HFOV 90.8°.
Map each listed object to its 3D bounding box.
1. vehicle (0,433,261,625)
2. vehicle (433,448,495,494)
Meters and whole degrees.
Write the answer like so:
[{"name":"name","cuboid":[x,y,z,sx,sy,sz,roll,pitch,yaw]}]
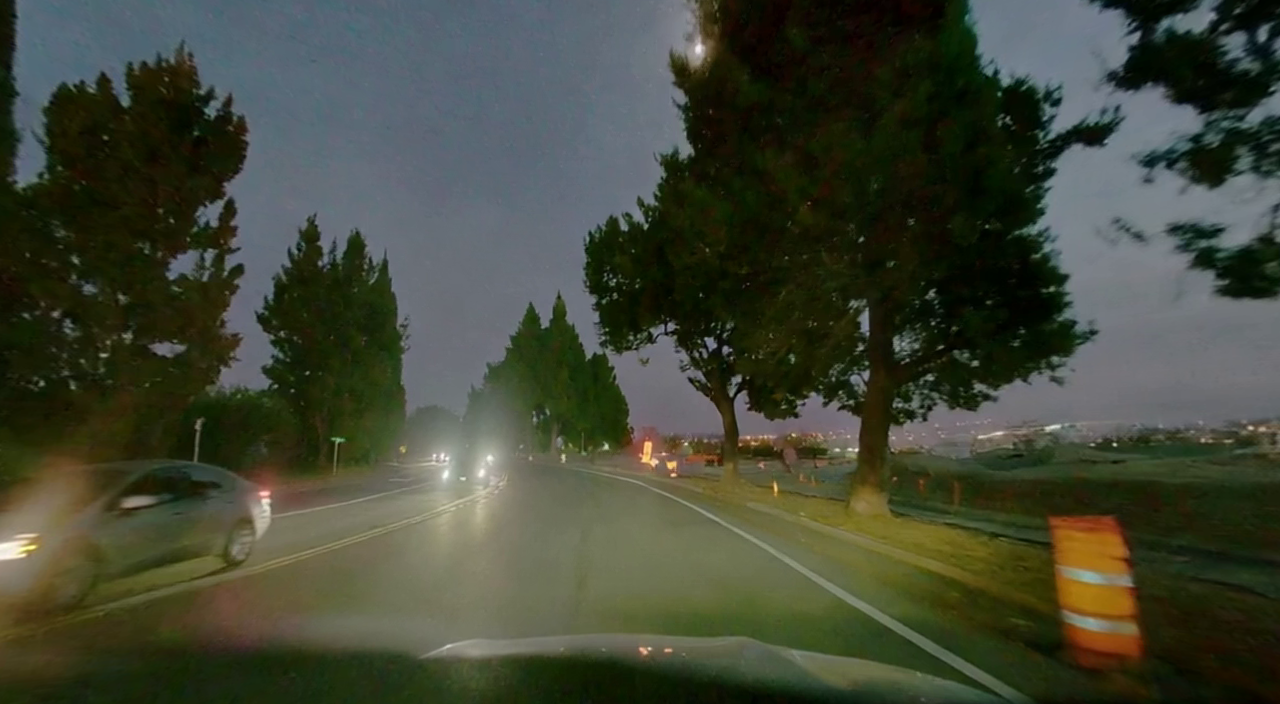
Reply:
[{"name":"vehicle","cuboid":[-6.860,1.923,7.646,1.943,1.745,4.115,-1,-9,0]},{"name":"vehicle","cuboid":[-7.804,5.264,28.436,2.019,1.840,4.437,0,-9,-7]}]
